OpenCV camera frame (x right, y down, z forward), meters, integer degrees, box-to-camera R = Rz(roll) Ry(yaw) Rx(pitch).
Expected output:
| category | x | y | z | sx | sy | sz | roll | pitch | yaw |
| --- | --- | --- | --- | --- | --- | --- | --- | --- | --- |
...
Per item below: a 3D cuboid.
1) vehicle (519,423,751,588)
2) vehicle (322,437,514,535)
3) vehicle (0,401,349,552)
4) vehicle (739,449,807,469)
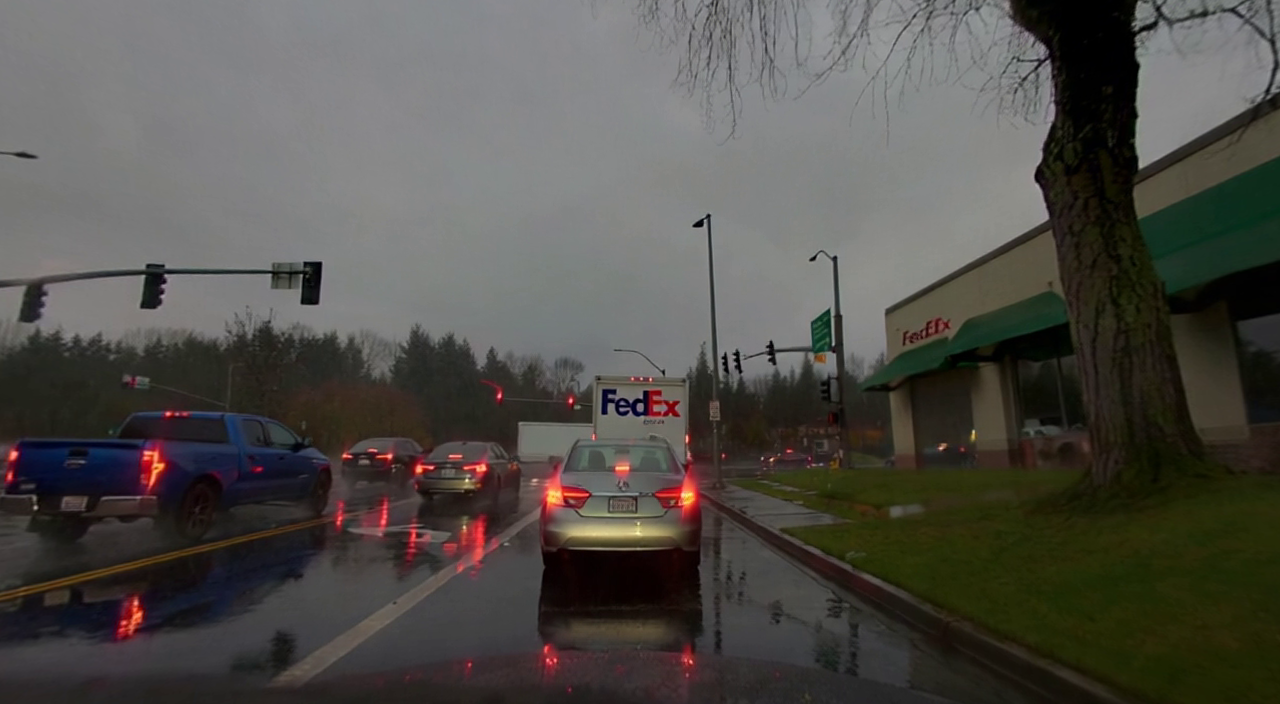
| category | x | y | z | sx | sy | sz | roll | pitch | yaw |
| --- | --- | --- | --- | --- | --- | --- | --- | --- | --- |
| vehicle | -0.051 | 1.746 | 8.011 | 2.145 | 1.513 | 4.269 | 0 | -9 | 0 |
| vehicle | -3.873 | 2.397 | 11.929 | 1.949 | 1.487 | 4.390 | 0 | -9 | 1 |
| vehicle | -7.289 | 1.981 | 10.730 | 2.125 | 1.893 | 5.498 | 0 | -9 | -2 |
| vehicle | 10.274 | 8.282 | 48.650 | 4.841 | 1.494 | 1.829 | 1 | -9 | -5 |
